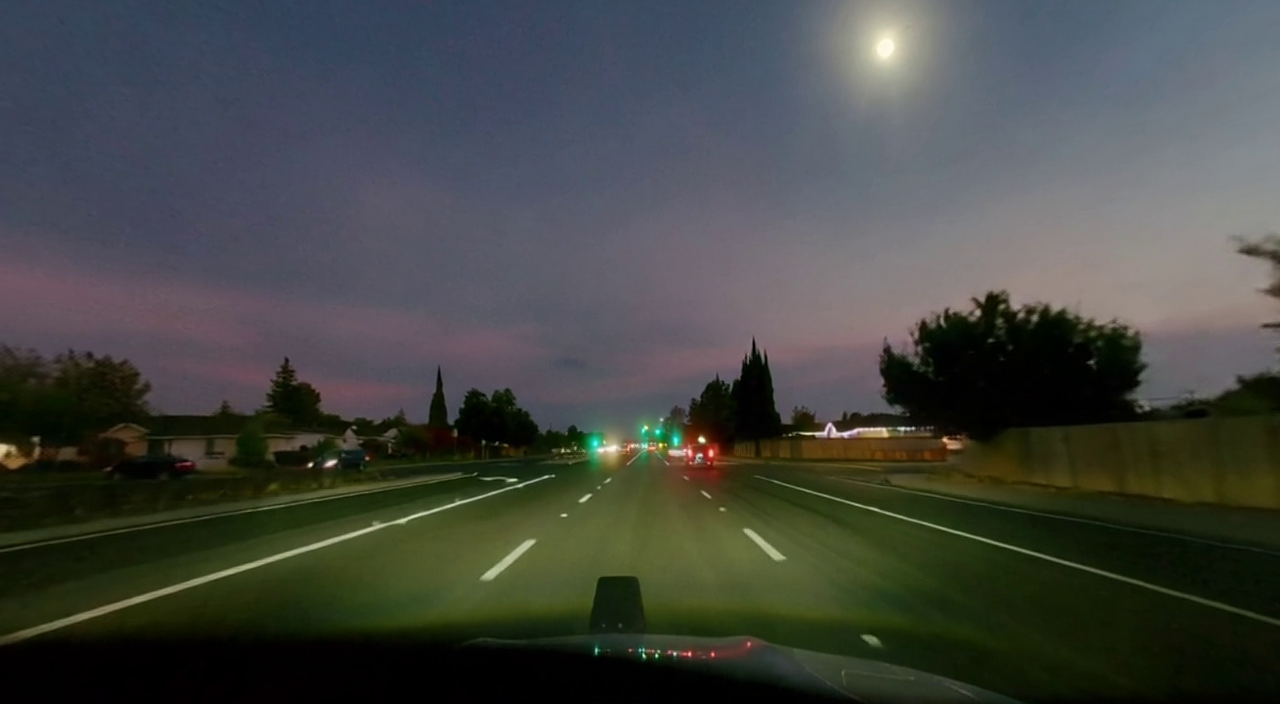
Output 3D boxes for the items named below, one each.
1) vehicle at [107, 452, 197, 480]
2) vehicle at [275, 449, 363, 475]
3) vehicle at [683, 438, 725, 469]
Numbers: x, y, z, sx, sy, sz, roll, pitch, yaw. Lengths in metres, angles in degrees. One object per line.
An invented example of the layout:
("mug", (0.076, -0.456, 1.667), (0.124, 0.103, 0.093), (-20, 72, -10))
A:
("vehicle", (-27.811, 6.478, 35.943), (4.317, 1.476, 1.910), (-3, -9, 19))
("vehicle", (-19.651, 6.733, 38.730), (4.351, 1.489, 1.890), (0, -8, -1))
("vehicle", (3.960, 6.345, 39.529), (2.114, 1.780, 4.445), (0, -8, 0))
